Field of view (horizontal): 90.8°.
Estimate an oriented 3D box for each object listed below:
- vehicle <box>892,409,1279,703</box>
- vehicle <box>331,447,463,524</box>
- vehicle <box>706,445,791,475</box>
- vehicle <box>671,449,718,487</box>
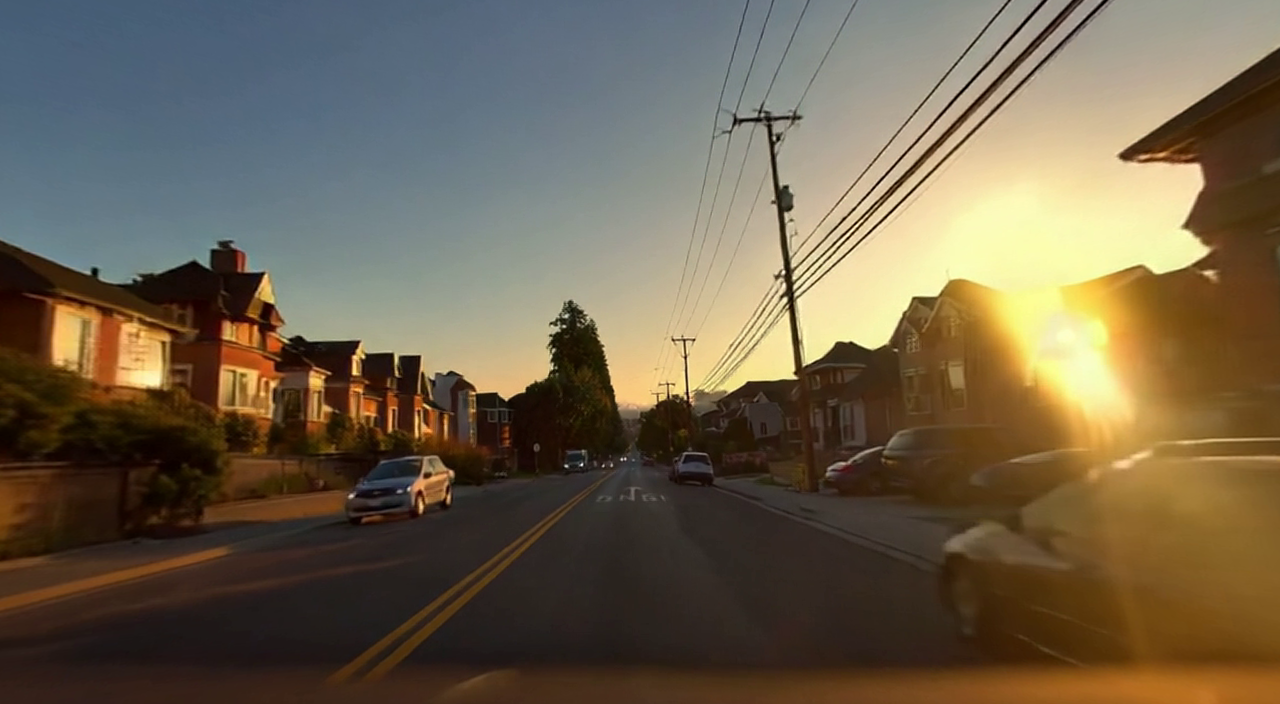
[{"bbox_3d":[3.193,1.081,2.994,2.076,1.513,4.305,0,-9,-2],"label":"vehicle"},{"bbox_3d":[-6.574,3.653,17.750,2.056,1.741,4.532,-3,-10,-2],"label":"vehicle"},{"bbox_3d":[7.185,7.208,42.337,5.288,1.871,2.148,0,-9,0],"label":"vehicle"},{"bbox_3d":[2.711,5.823,32.025,1.945,1.792,3.903,0,-9,-1],"label":"vehicle"}]
